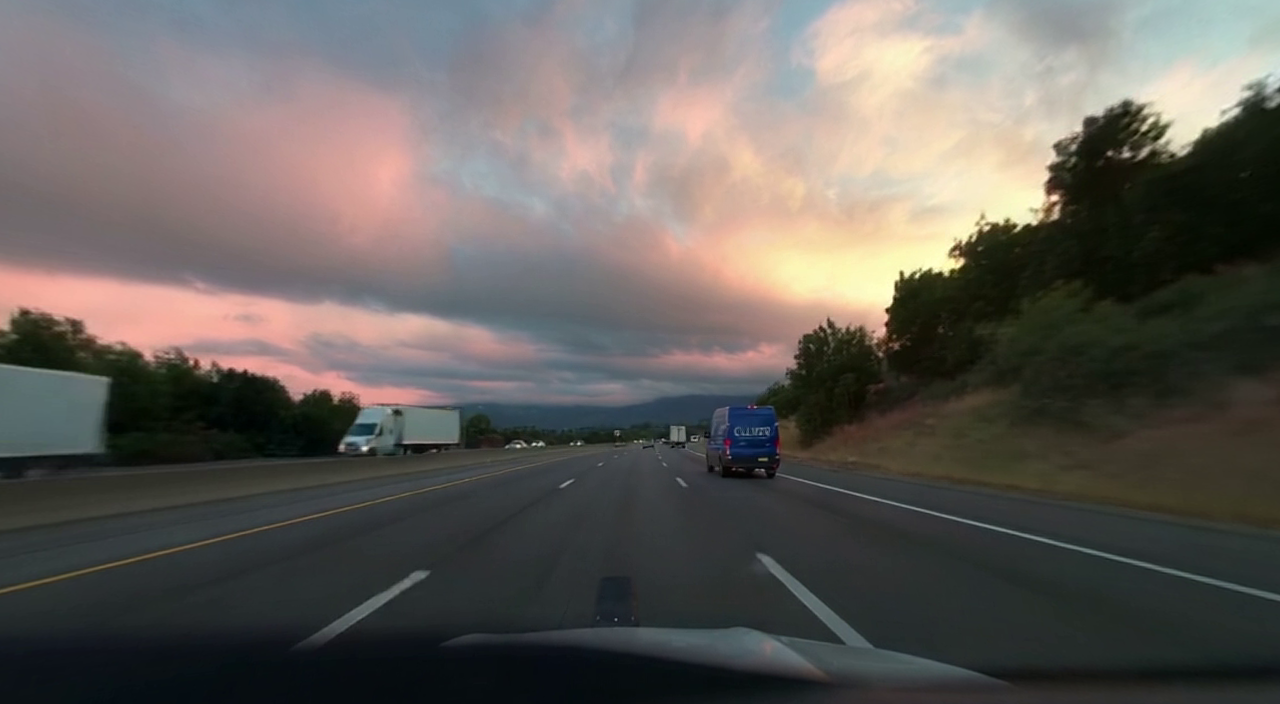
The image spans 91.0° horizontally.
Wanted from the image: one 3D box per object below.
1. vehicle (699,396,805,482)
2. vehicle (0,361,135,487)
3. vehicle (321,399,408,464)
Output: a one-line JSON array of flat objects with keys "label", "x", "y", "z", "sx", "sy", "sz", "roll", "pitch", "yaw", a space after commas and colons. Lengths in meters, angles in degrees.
[{"label": "vehicle", "x": 3.643, "y": 3.026, "z": 21.779, "sx": 2.485, "sy": 2.562, "sz": 5.535, "roll": 0, "pitch": -8, "yaw": -1}, {"label": "vehicle", "x": -22.225, "y": 2.508, "z": 21.535, "sx": 2.818, "sy": 4.084, "sz": 8.266, "roll": 0, "pitch": -8, "yaw": 0}, {"label": "vehicle", "x": -18.161, "y": 5.361, "z": 41.971, "sx": 2.999, "sy": 3.994, "sz": 5.838, "roll": -1, "pitch": -8, "yaw": 1}]
